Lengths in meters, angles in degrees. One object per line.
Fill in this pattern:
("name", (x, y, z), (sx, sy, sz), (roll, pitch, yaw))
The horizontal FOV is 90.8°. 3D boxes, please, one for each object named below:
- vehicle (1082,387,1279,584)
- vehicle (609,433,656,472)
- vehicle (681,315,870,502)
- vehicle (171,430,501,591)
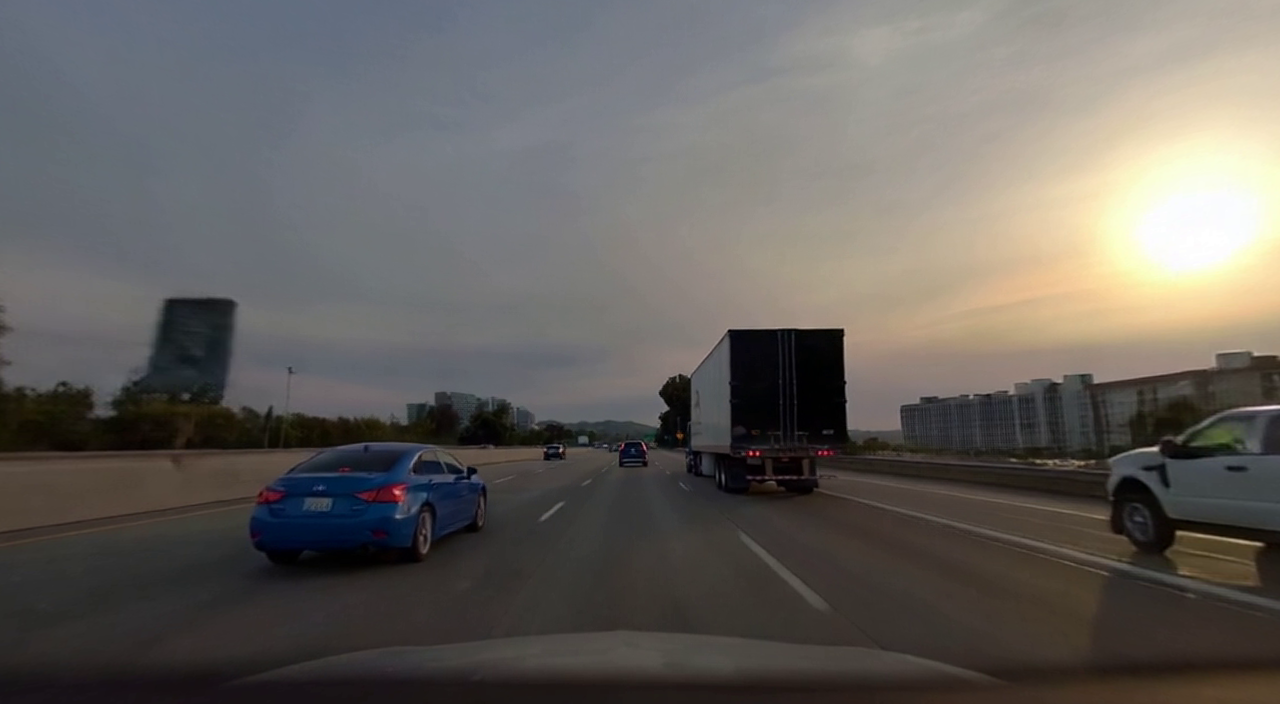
("vehicle", (6.952, 1.184, 5.552), (2.106, 1.795, 5.489), (0, -9, 0))
("vehicle", (-0.379, 5.039, 31.786), (2.203, 1.805, 4.358), (0, -9, -1))
("vehicle", (3.418, 2.344, 21.355), (2.876, 4.086, 15.117), (0, -9, -1))
("vehicle", (-3.205, 1.764, 7.932), (1.864, 1.406, 4.544), (0, -9, 0))
